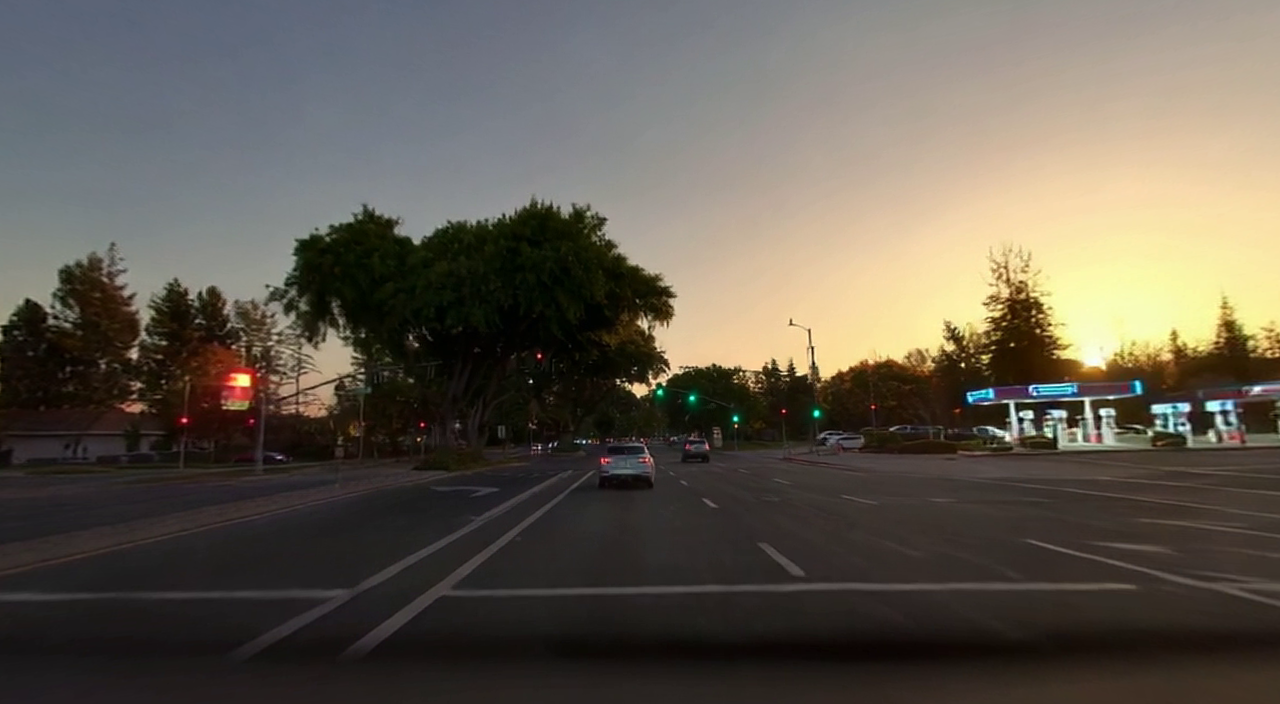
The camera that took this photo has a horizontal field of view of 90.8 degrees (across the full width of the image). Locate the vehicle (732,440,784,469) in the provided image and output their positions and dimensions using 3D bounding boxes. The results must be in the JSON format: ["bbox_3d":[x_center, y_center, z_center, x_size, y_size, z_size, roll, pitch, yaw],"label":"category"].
[{"bbox_3d":[6.308,5.549,34.326,1.890,1.489,4.396,0,-9,-1],"label":"vehicle"}]

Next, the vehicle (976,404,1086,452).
[{"bbox_3d":[28.981,5.799,47.365,2.940,3.265,7.968,0,-9,-1],"label":"vehicle"}]

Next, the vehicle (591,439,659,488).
[{"bbox_3d":[-0.453,3.615,20.811,2.040,1.451,3.736,0,-9,0],"label":"vehicle"}]

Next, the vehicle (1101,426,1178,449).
[{"bbox_3d":[37.571,6.501,47.674,1.879,1.650,4.496,1,-9,-5],"label":"vehicle"}]
